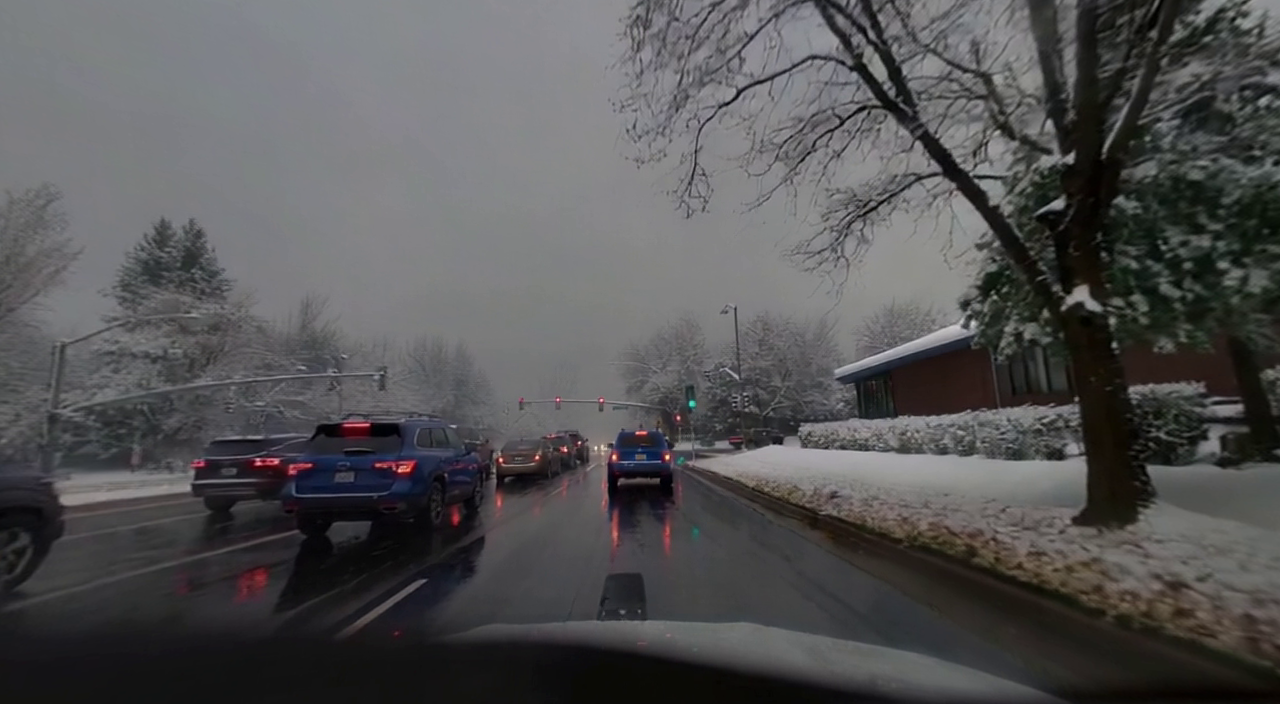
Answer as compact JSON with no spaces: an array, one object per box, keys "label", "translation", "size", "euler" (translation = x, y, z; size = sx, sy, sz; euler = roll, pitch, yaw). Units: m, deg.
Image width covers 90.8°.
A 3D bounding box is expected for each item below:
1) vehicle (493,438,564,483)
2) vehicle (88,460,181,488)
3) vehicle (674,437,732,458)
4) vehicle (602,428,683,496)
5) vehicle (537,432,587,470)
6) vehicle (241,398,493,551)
[{"label":"vehicle","translation":[-4.131,4.093,24.135],"size":[1.942,1.523,4.212],"euler":[0,-8,0]},{"label":"vehicle","translation":[-31.277,7.526,39.301],"size":[1.906,1.478,4.784],"euler":[0,-8,-2]},{"label":"vehicle","translation":[4.873,7.392,48.913],"size":[4.265,1.498,1.826],"euler":[-2,-9,11]},{"label":"vehicle","translation":[0.058,3.104,18.121],"size":[2.055,1.681,4.270],"euler":[0,-8,0]},{"label":"vehicle","translation":[-3.944,5.146,32.864],"size":[2.043,1.813,4.549],"euler":[0,-8,0]},{"label":"vehicle","translation":[-4.097,1.944,10.725],"size":[2.088,1.947,5.119],"euler":[0,-8,-1]}]
